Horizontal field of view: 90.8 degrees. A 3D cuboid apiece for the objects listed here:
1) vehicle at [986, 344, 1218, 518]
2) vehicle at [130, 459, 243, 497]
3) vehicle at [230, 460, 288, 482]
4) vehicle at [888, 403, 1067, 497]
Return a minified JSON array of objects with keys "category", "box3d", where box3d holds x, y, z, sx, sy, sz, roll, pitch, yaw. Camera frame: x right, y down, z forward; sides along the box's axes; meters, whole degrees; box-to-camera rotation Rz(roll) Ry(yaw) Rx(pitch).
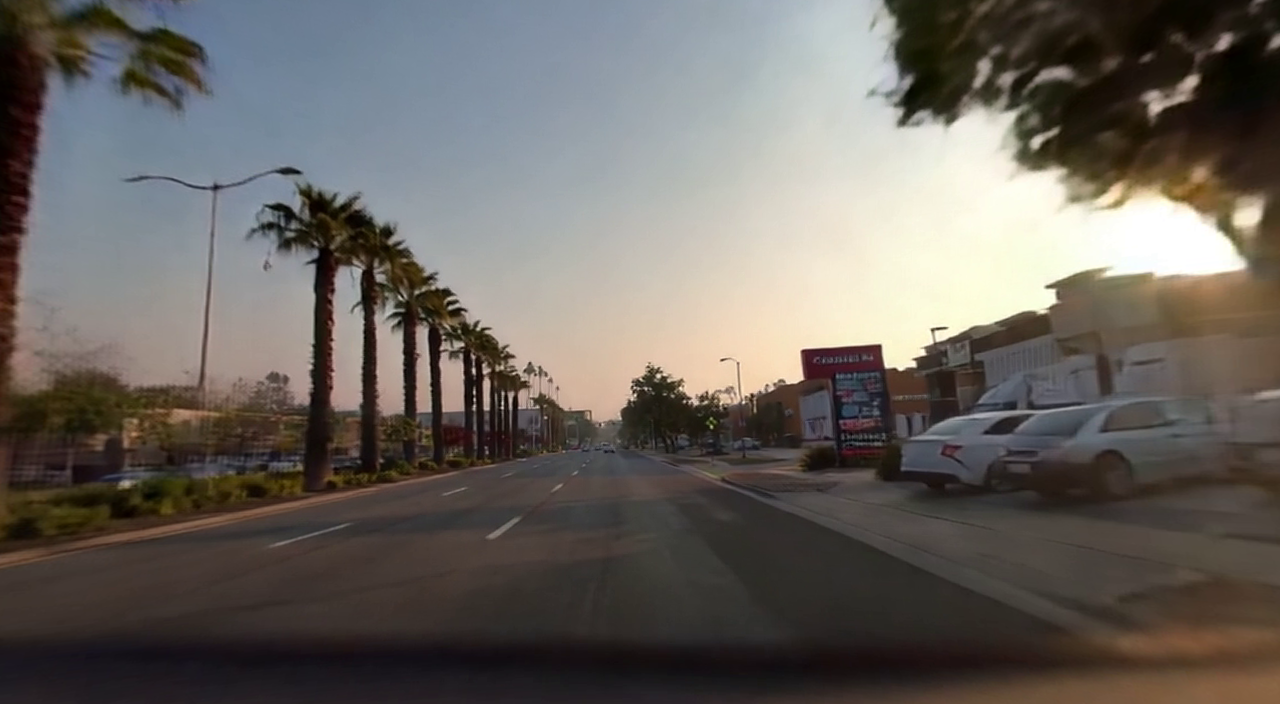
[{"category":"vehicle","box3d":[9.908,1.698,13.334,5.942,2.851,2.531,7,-11,-42]},{"category":"vehicle","box3d":[-21.386,5.908,30.084,1.970,1.511,4.836,0,-8,-3]},{"category":"vehicle","box3d":[-28.868,9.044,48.068,1.807,1.446,4.605,0,-8,-4]},{"category":"vehicle","box3d":[8.778,2.480,16.225,5.154,2.026,2.257,7,-11,-41]}]
